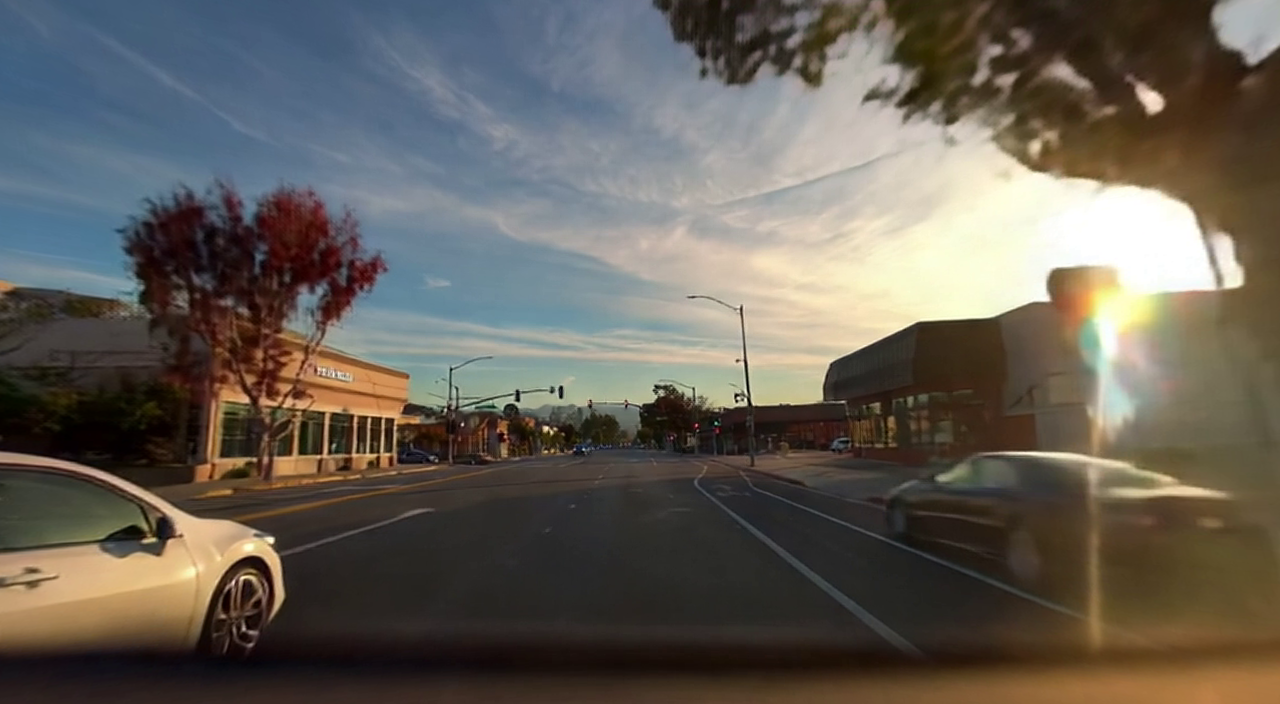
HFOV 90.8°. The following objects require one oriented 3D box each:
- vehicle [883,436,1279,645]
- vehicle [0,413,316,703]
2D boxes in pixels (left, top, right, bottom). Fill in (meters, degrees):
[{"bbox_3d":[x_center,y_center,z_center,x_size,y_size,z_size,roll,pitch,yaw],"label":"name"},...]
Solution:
[{"bbox_3d":[4.591,1.674,6.841,2.026,1.441,4.697,0,-8,0],"label":"vehicle"},{"bbox_3d":[-3.036,0.875,1.737,1.874,1.424,4.553,0,-8,0],"label":"vehicle"}]
